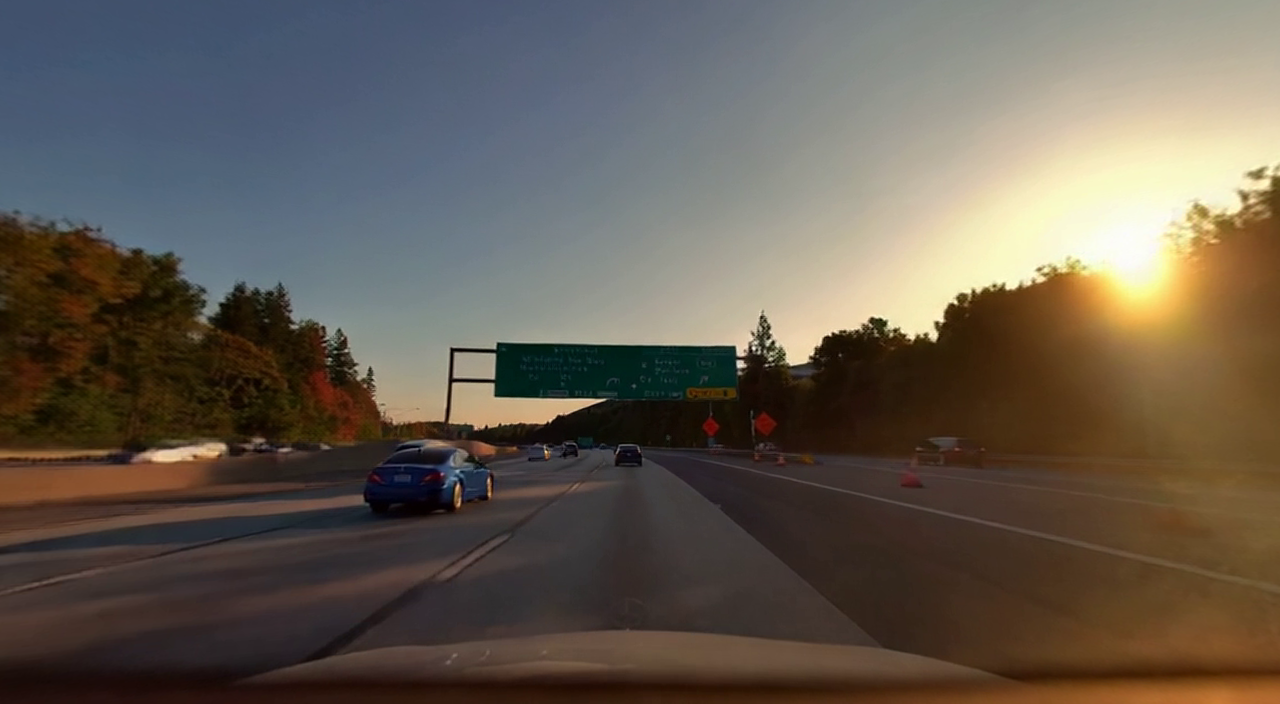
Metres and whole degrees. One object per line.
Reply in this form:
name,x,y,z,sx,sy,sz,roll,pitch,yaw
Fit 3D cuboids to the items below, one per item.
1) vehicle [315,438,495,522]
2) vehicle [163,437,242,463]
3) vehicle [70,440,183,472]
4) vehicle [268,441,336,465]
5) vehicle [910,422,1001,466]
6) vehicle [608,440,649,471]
vehicle,-4.529,2.511,12.963,2.001,1.415,4.360,0,-8,0
vehicle,-29.562,6.630,42.596,1.918,1.628,4.921,0,-8,-2
vehicle,-25.541,5.178,31.472,1.907,1.471,4.577,0,-8,-1
vehicle,-21.824,6.519,40.774,1.898,1.461,4.663,0,-8,-2
vehicle,20.757,6.123,41.832,2.728,2.610,7.309,-1,-8,4
vehicle,-0.630,5.253,32.079,1.963,1.462,4.681,0,-8,-2
